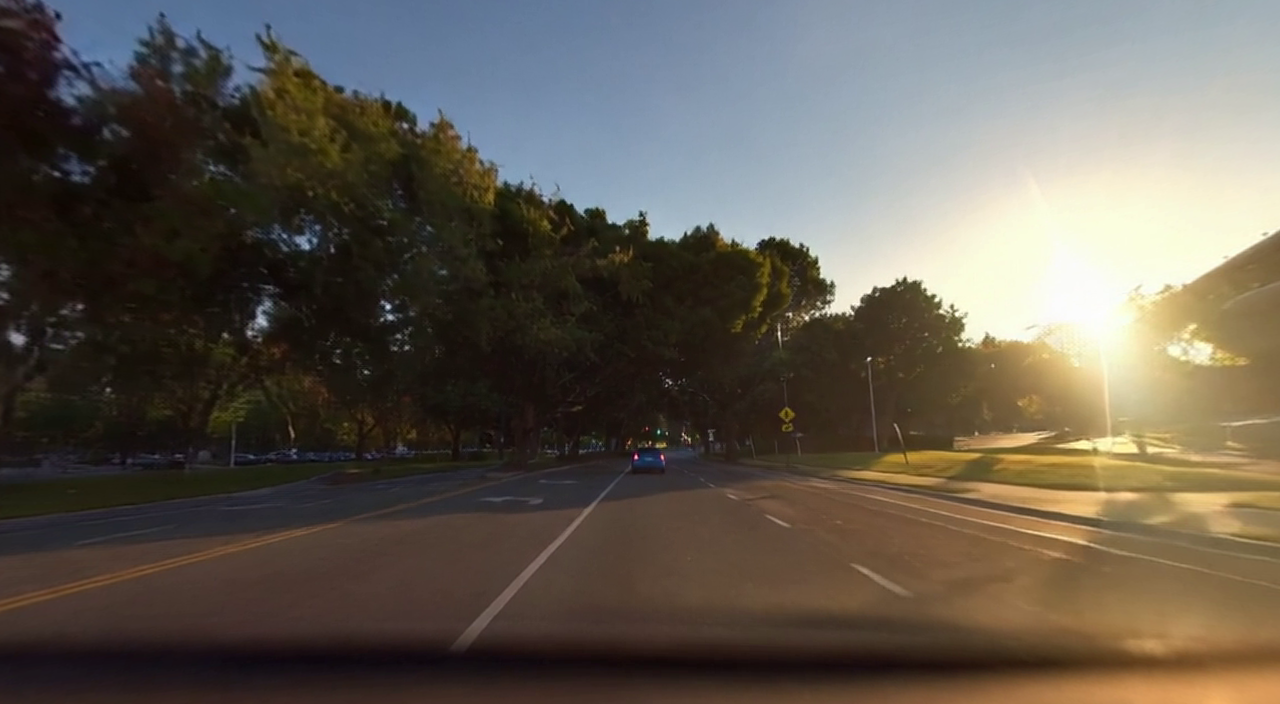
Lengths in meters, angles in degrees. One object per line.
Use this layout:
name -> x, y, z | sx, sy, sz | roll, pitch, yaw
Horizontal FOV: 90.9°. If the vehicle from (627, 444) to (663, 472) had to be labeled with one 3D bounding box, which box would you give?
vehicle -> 0.250, 6.113, 36.658 | 1.978, 1.499, 3.915 | 0, -8, -1
